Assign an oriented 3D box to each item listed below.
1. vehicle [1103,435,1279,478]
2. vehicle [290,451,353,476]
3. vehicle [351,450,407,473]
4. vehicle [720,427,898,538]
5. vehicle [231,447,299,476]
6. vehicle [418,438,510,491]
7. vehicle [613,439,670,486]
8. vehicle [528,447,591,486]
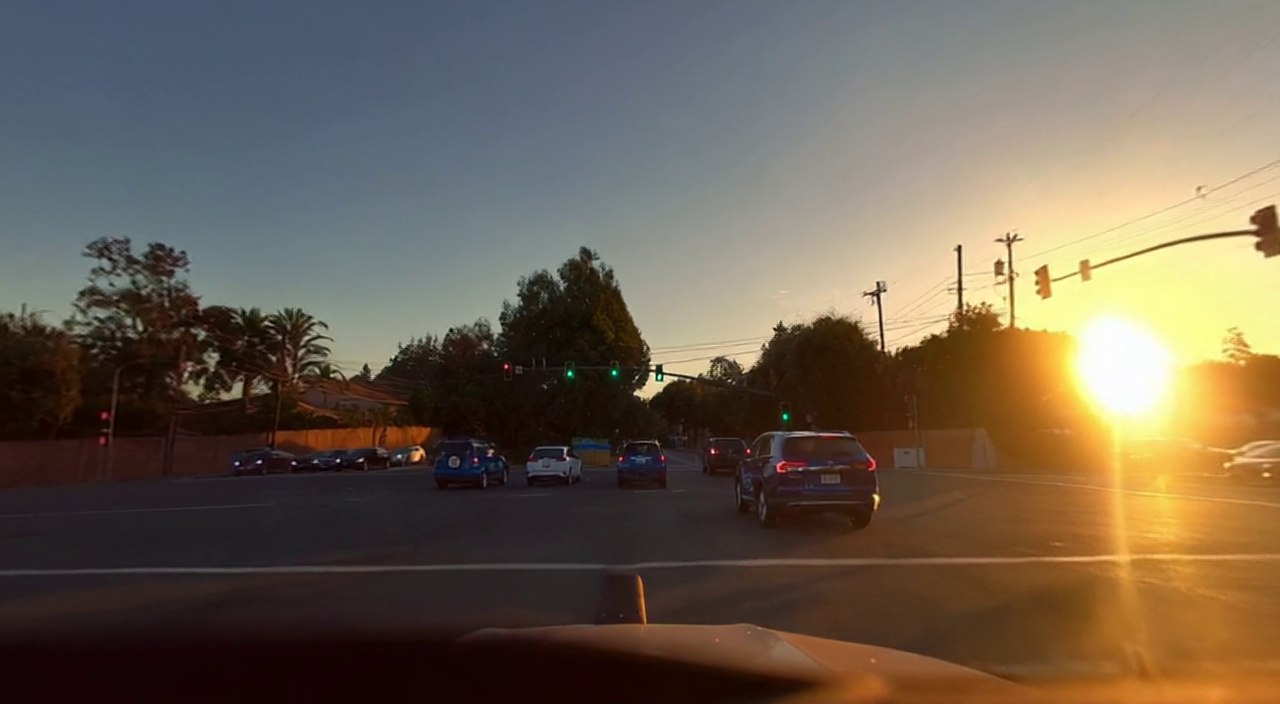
[{"bbox_3d":[20.332,3.870,23.391,4.830,1.493,1.930,0,-9,-1],"label":"vehicle"},{"bbox_3d":[-21.551,7.505,42.888,1.891,1.577,4.238,-1,-9,3],"label":"vehicle"},{"bbox_3d":[-18.250,7.680,44.375,1.994,1.496,4.211,-1,-9,2],"label":"vehicle"},{"bbox_3d":[2.846,2.311,11.836,2.034,1.655,4.465,0,-9,-1],"label":"vehicle"},{"bbox_3d":[-24.901,7.271,42.152,1.889,1.814,4.086,0,-9,1],"label":"vehicle"},{"bbox_3d":[-6.660,4.299,24.479,2.116,1.812,4.609,0,-9,2],"label":"vehicle"},{"bbox_3d":[0.091,4.408,25.427,2.111,1.712,4.078,0,-9,1],"label":"vehicle"},{"bbox_3d":[-3.202,4.648,26.039,1.881,1.466,4.484,0,-9,1],"label":"vehicle"}]
